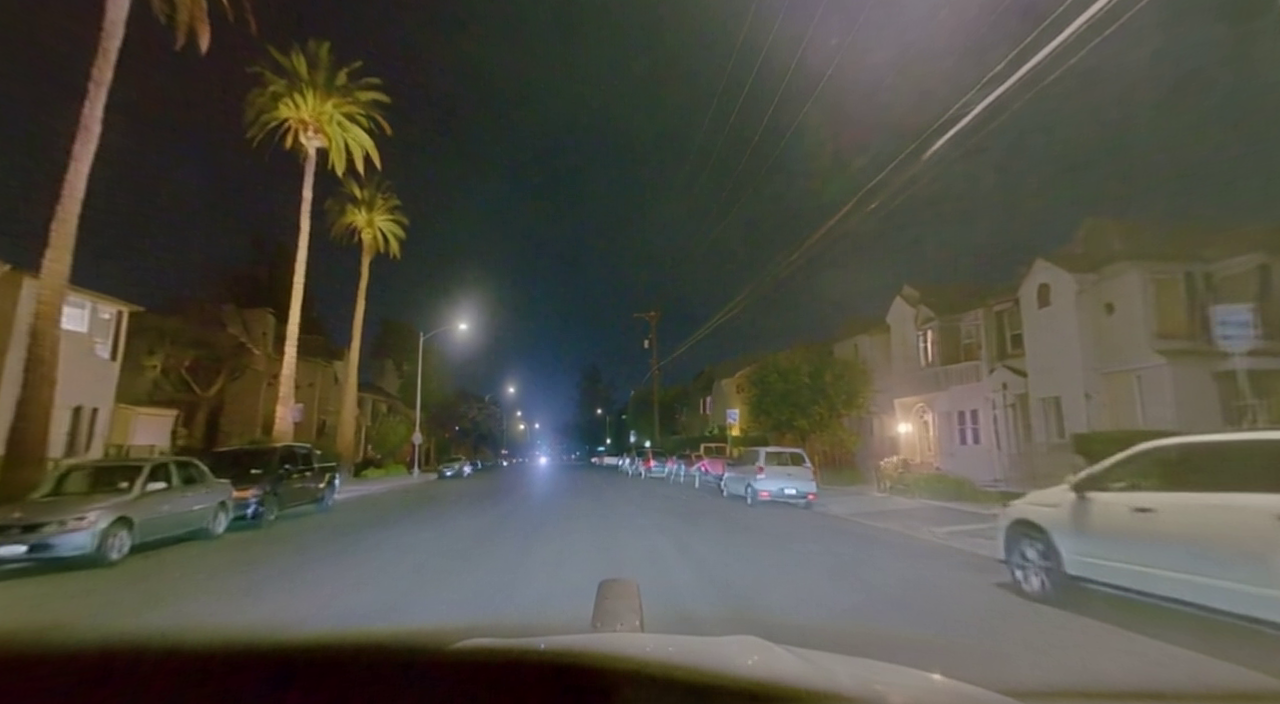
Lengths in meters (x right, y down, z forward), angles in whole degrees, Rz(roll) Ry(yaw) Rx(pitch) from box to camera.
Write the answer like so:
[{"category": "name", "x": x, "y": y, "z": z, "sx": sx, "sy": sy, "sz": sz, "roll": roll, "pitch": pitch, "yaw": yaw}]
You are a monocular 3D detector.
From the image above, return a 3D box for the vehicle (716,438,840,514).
[{"category": "vehicle", "x": 3.373, "y": 3.143, "z": 16.455, "sx": 1.894, "sy": 1.675, "sz": 4.294, "roll": 1, "pitch": -9, "yaw": -5}]

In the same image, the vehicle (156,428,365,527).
[{"category": "vehicle", "x": -8.852, "y": 2.969, "z": 15.584, "sx": 2.300, "sy": 1.943, "sz": 5.744, "roll": 1, "pitch": -9, "yaw": -9}]

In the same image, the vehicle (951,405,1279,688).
[{"category": "vehicle", "x": 4.577, "y": 1.256, "z": 4.474, "sx": 1.943, "sy": 1.623, "sz": 4.471, "roll": 2, "pitch": -9, "yaw": -9}]

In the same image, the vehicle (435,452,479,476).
[{"category": "vehicle", "x": -12.183, "y": 7.464, "z": 42.346, "sx": 2.013, "sy": 1.483, "sz": 4.645, "roll": 1, "pitch": -9, "yaw": -6}]

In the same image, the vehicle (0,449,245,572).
[{"category": "vehicle", "x": -8.164, "y": 2.273, "z": 9.880, "sx": 1.801, "sy": 1.477, "sz": 4.239, "roll": 2, "pitch": -9, "yaw": -10}]

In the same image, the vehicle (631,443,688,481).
[{"category": "vehicle", "x": 0.947, "y": 5.733, "z": 33.303, "sx": 2.115, "sy": 1.826, "sz": 4.871, "roll": 2, "pitch": -9, "yaw": -9}]
